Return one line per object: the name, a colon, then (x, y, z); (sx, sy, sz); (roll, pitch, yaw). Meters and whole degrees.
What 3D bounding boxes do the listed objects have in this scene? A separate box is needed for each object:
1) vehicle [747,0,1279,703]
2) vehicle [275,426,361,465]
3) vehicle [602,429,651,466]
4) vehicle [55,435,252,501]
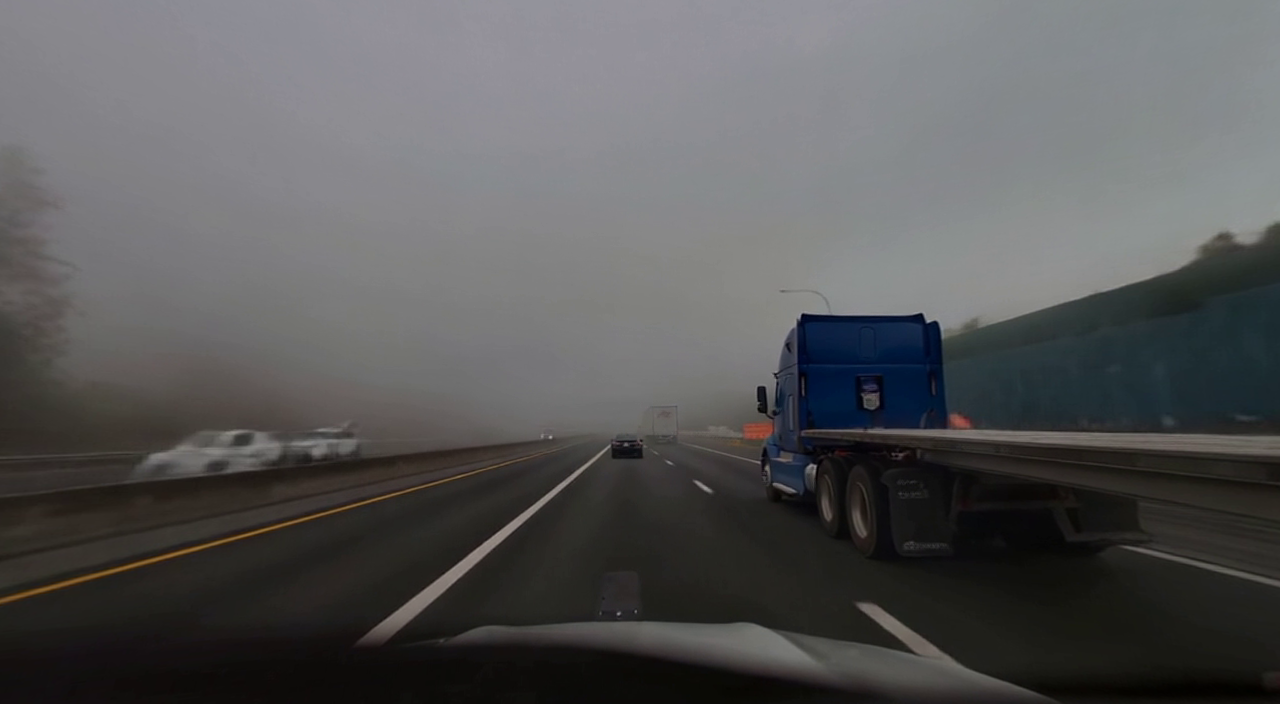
vehicle: (3.541, 0.223, 5.802); (2.919, 3.634, 10.888); (0, -8, -2)
vehicle: (-15.367, 4.481, 30.345); (1.926, 1.703, 4.276); (0, -8, -1)
vehicle: (-0.571, 4.083, 27.220); (1.929, 1.469, 3.677); (0, -8, -1)
vehicle: (-11.950, 2.809, 15.879); (1.900, 1.433, 3.881); (0, -8, -2)
